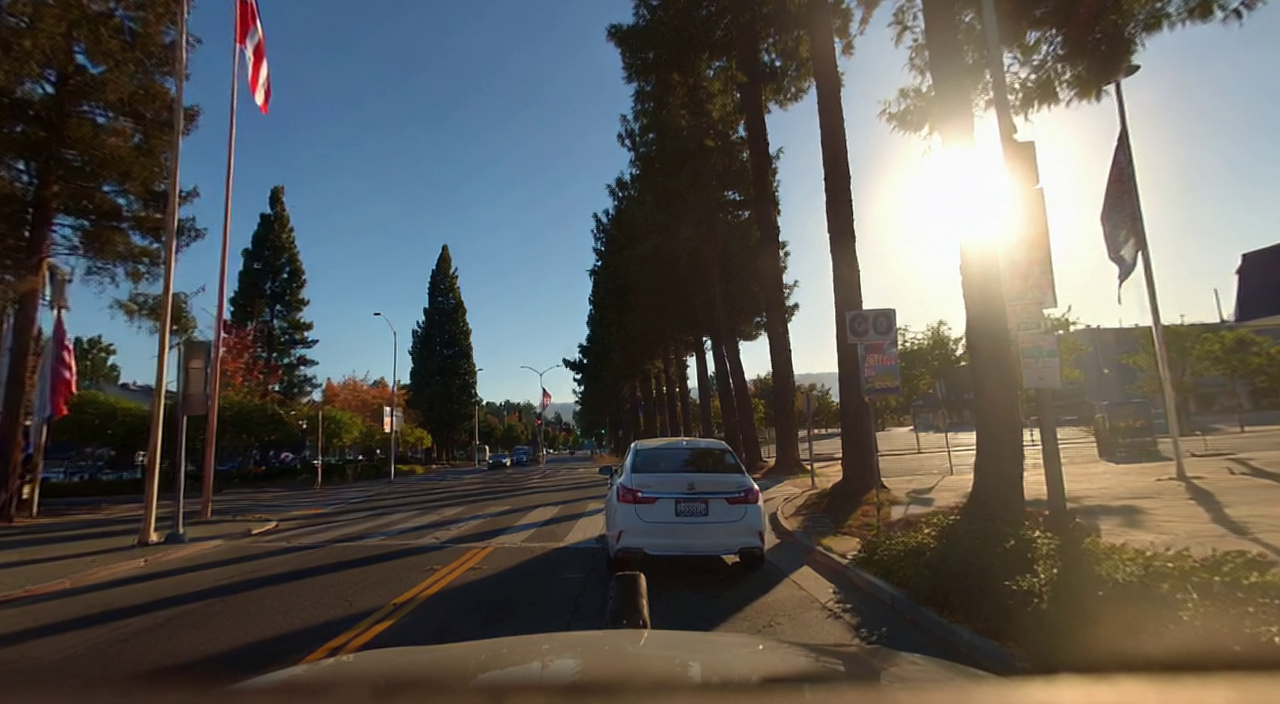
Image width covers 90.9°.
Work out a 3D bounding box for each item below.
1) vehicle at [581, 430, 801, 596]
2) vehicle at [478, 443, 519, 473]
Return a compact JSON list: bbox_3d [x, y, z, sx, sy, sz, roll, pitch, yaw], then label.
[{"bbox_3d":[0.380,1.734,7.571,1.985,1.463,3.647,0,-9,-3],"label":"vehicle"},{"bbox_3d":[-9.991,7.485,44.724,2.212,1.948,4.537,0,-9,-5],"label":"vehicle"}]
